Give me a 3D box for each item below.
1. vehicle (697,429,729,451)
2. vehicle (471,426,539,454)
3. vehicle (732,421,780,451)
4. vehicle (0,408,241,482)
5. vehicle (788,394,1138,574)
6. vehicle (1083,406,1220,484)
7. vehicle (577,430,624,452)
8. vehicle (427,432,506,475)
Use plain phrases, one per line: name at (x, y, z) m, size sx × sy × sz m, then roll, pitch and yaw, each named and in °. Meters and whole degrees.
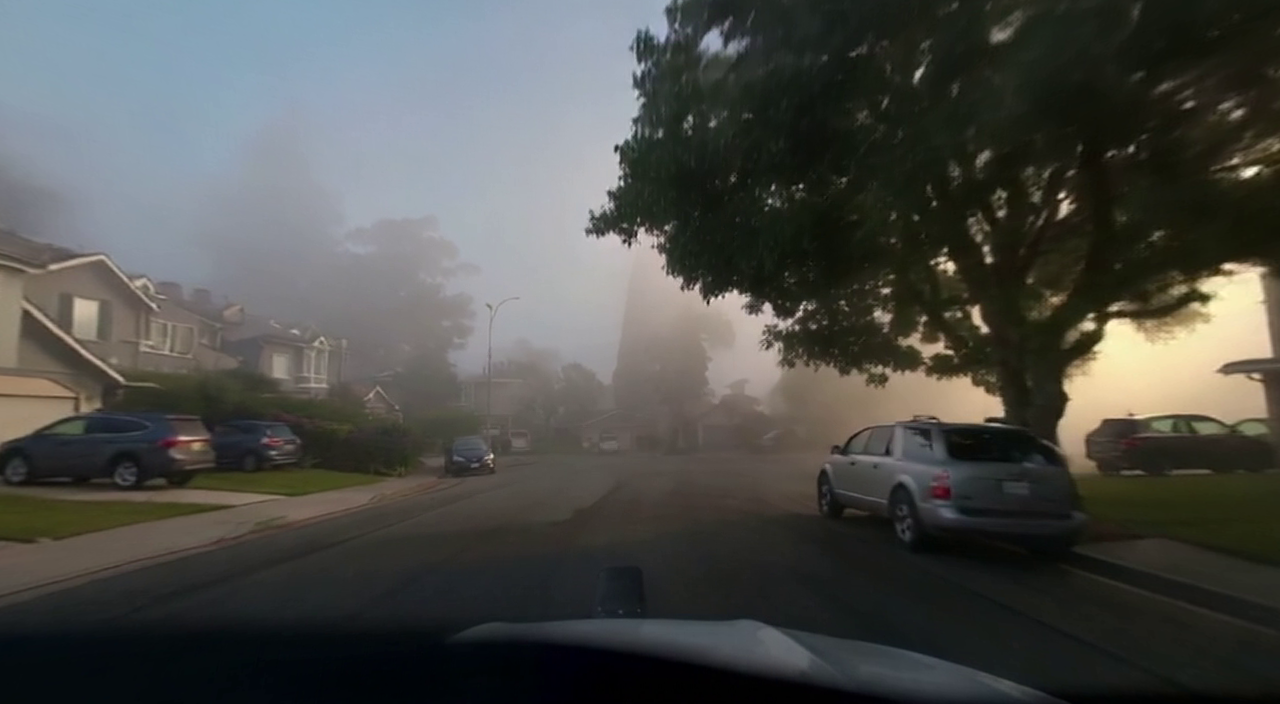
vehicle at (5.162, 6.316, 45.314) m, size 1.833 × 1.540 × 3.532 m, roll 0°, pitch -8°, yaw -1°
vehicle at (-9.558, 6.204, 44.543) m, size 2.305 × 1.824 × 5.096 m, roll 7°, pitch -11°, yaw -43°
vehicle at (8.167, 6.001, 45.055) m, size 2.455 × 2.018 × 5.271 m, roll 0°, pitch -8°, yaw 0°
vehicle at (-11.778, 2.083, 14.185) m, size 4.221 × 1.508 × 2.032 m, roll 0°, pitch -8°, yaw 0°
vehicle at (3.928, 1.701, 9.137) m, size 2.235 × 1.829 × 5.194 m, roll 0°, pitch -8°, yaw -1°
vehicle at (12.444, 2.286, 15.705) m, size 1.946 × 1.633 × 4.420 m, roll -5°, pitch -9°, yaw 31°
vehicle at (-2.972, 6.608, 46.890) m, size 1.932 × 1.518 × 4.343 m, roll 4°, pitch -9°, yaw -26°
vehicle at (-6.794, 3.843, 24.361) m, size 2.236 × 1.459 × 4.832 m, roll 3°, pitch -9°, yaw -23°
